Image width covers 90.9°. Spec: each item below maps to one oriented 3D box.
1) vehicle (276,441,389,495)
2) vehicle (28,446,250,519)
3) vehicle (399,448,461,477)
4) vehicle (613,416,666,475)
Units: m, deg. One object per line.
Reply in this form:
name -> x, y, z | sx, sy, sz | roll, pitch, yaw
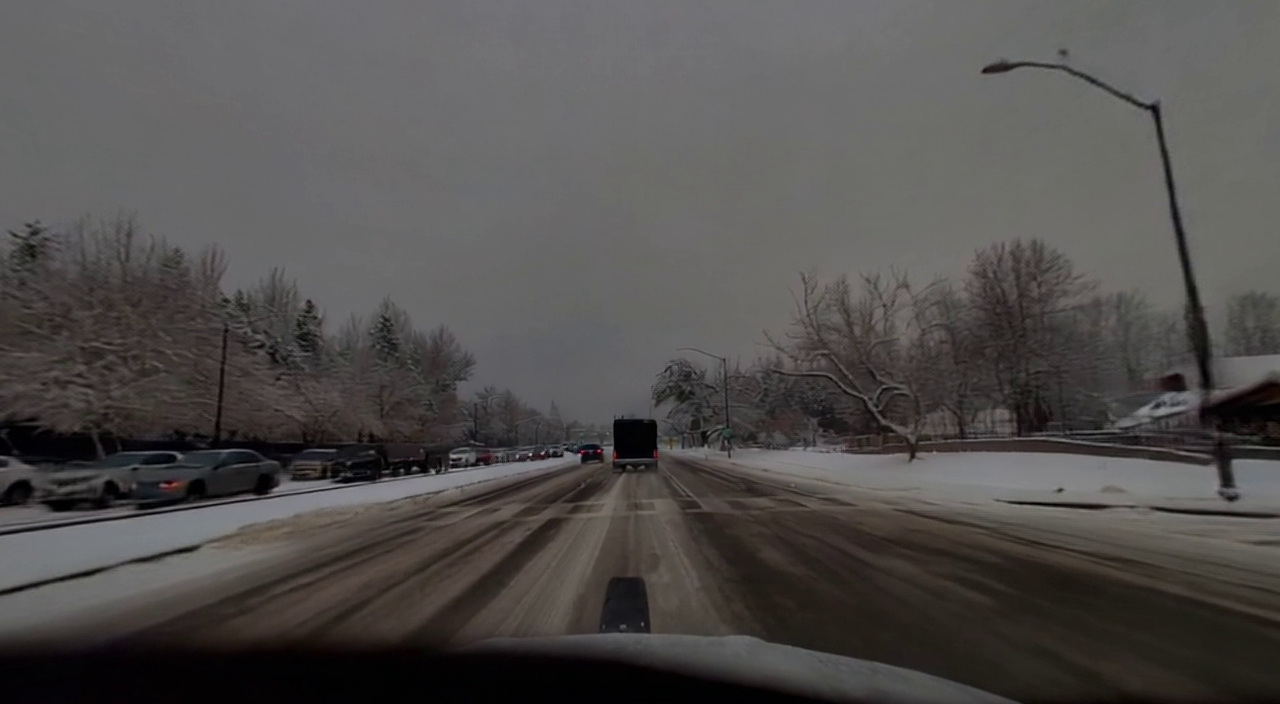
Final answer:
vehicle -> -12.475, 4.674, 25.982 | 2.068, 1.747, 5.040 | -4, -7, 1
vehicle -> -12.990, 3.349, 16.880 | 1.960, 1.627, 4.784 | 0, -8, 1
vehicle -> -11.979, 6.303, 36.246 | 1.935, 1.467, 4.451 | -1, -8, 2
vehicle -> -0.167, 5.775, 39.112 | 2.843, 3.120, 10.422 | 0, -8, -2
